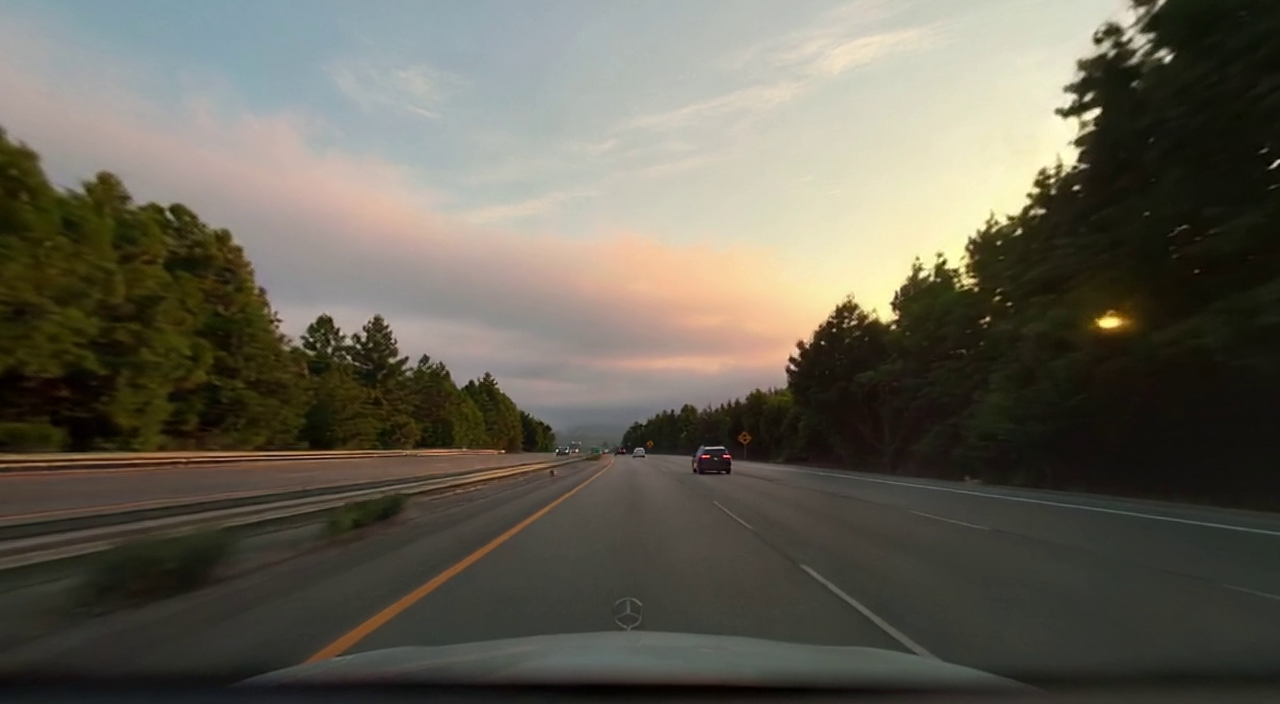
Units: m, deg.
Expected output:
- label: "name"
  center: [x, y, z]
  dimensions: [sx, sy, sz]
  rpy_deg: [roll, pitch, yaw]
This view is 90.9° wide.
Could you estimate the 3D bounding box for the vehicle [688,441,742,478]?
- label: "vehicle"
  center: [3.583, 5.239, 30.876]
  dimensions: [1.933, 1.663, 4.440]
  rpy_deg: [0, -9, -2]
